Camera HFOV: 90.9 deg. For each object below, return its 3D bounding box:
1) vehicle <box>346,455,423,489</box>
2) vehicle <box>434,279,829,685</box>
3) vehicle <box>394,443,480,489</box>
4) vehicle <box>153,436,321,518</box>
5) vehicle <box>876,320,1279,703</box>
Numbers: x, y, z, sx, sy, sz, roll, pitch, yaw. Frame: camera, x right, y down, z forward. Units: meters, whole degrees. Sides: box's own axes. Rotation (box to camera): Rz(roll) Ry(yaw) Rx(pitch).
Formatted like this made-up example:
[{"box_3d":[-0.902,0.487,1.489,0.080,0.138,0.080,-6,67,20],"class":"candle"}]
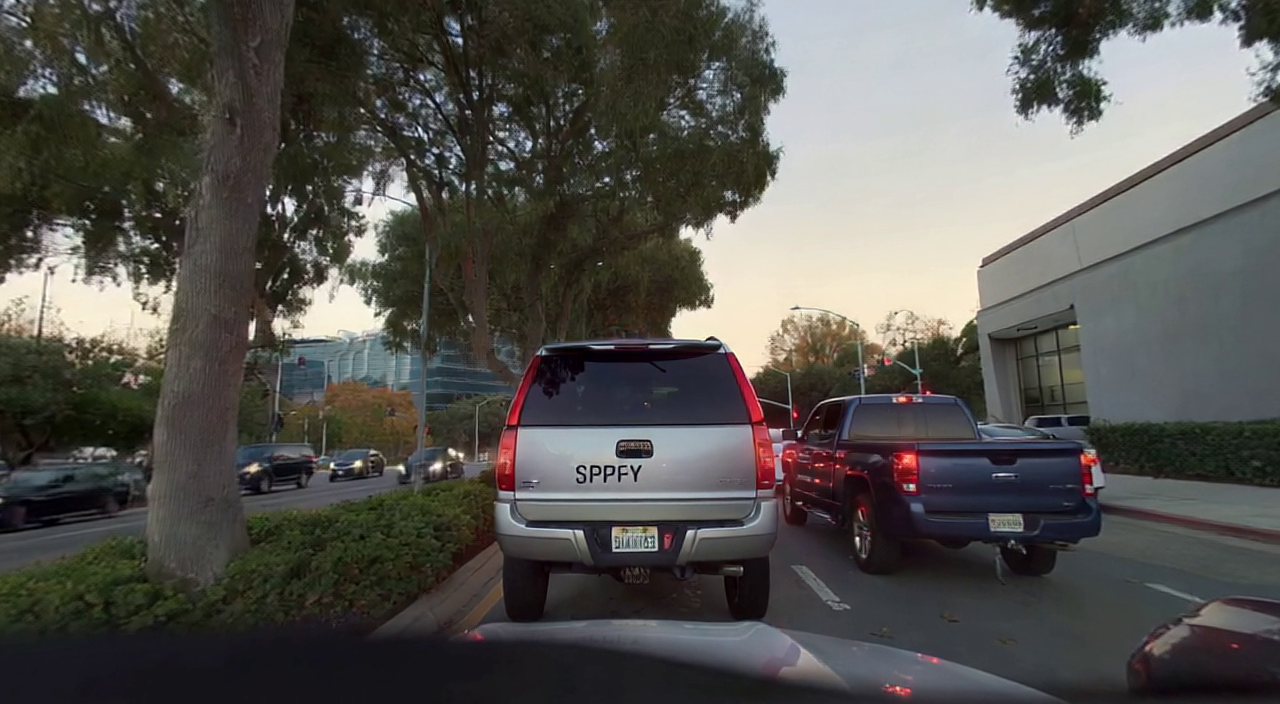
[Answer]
[{"box_3d":[-15.492,7.277,38.702,2.214,1.815,5.613,0,-8,2],"class":"vehicle"},{"box_3d":[0.011,1.043,5.948,2.267,2.372,4.366,0,-8,2],"class":"vehicle"},{"box_3d":[-9.033,5.078,28.622,2.128,1.868,4.863,0,-8,2],"class":"vehicle"},{"box_3d":[-15.998,4.932,25.714,2.741,2.730,6.221,-3,-8,0],"class":"vehicle"},{"box_3d":[3.074,0.987,3.465,2.022,1.700,4.410,0,-8,3],"class":"vehicle"}]
